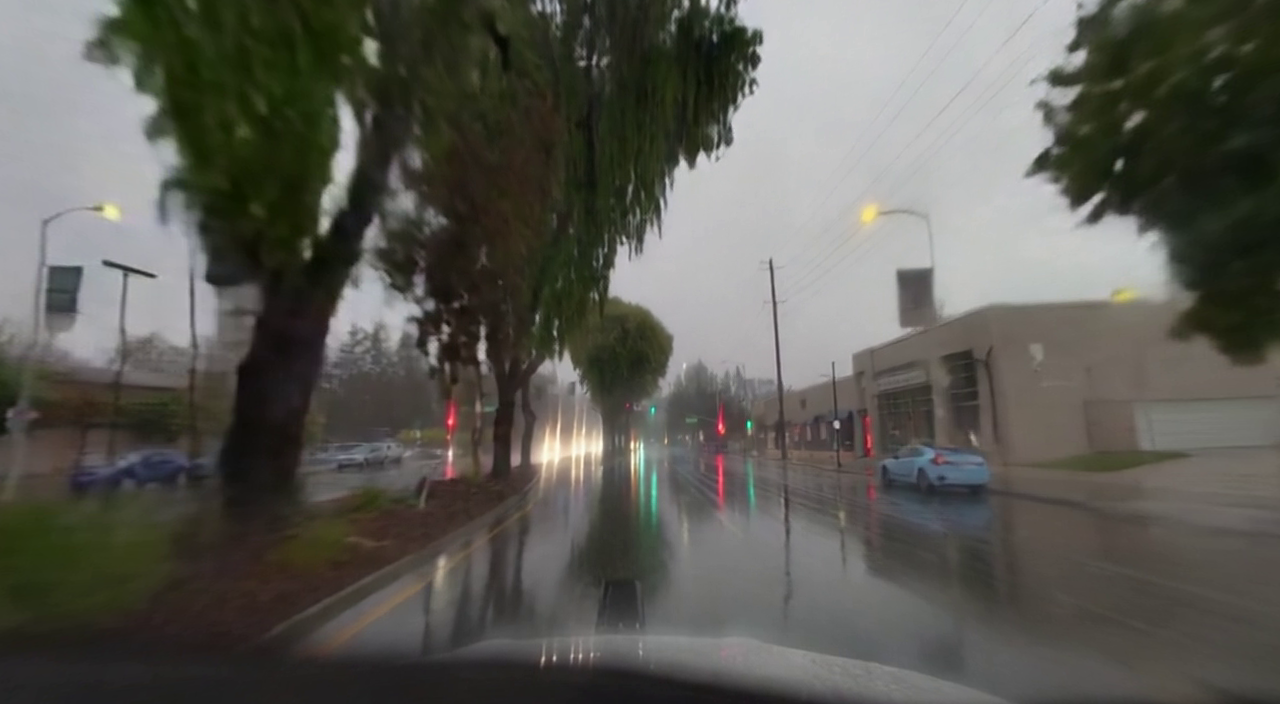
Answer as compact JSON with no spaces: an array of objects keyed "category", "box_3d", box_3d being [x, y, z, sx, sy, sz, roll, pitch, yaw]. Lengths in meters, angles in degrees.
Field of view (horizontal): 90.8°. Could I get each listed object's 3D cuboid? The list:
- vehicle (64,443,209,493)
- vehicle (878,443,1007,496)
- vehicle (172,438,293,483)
[{"category":"vehicle","box_3d":[-19.531,4.474,24.828,1.966,1.753,4.634,0,-9,-2]},{"category":"vehicle","box_3d":[9.848,3.825,21.069,1.919,1.546,4.730,0,-9,0]},{"category":"vehicle","box_3d":[-19.328,5.131,30.382,2.085,1.957,5.548,0,-8,1]}]
